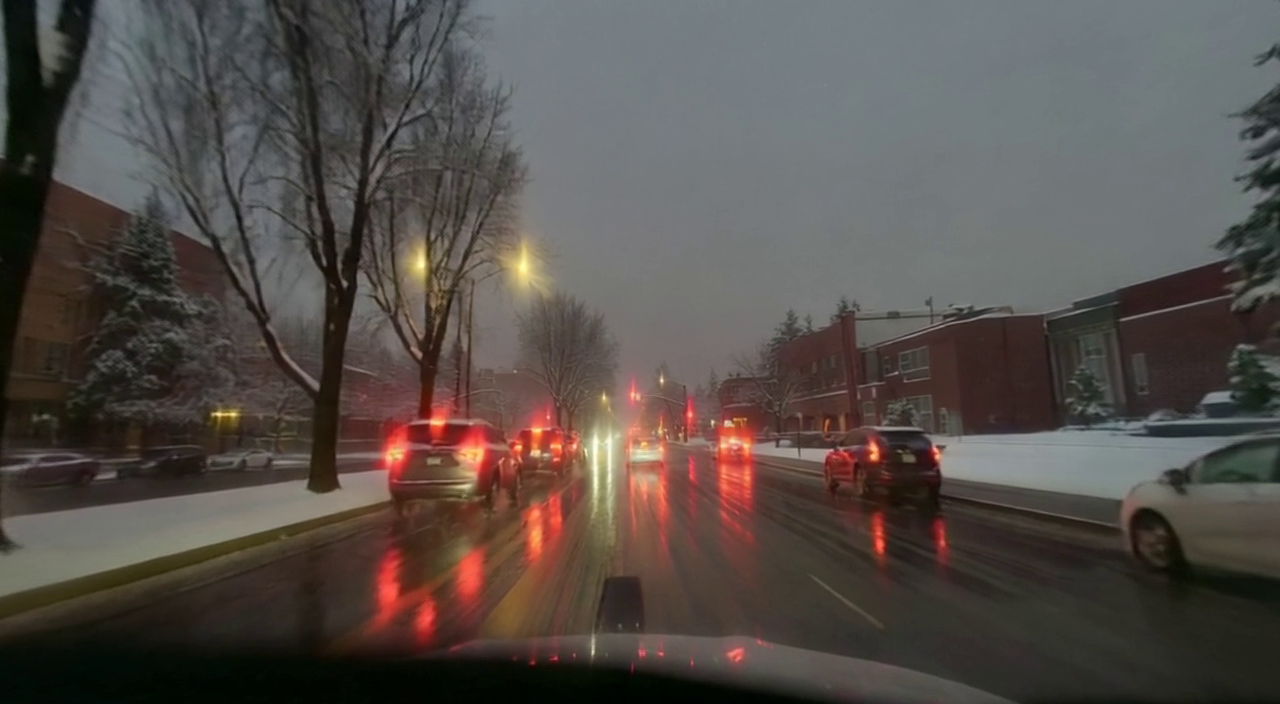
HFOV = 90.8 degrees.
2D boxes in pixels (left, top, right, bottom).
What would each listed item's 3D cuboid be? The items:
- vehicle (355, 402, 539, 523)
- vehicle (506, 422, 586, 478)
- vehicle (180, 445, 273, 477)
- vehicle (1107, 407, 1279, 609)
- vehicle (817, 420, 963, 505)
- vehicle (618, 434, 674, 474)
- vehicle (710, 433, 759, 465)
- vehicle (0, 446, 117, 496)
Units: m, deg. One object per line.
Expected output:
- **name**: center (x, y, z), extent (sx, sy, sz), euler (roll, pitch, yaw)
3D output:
- **vehicle**: center (-3.550, 2.164, 12.837), extent (2.223, 1.957, 4.845), euler (0, -8, 0)
- **vehicle**: center (-3.577, 3.886, 25.134), extent (2.487, 1.978, 4.628), euler (0, -8, 0)
- **vehicle**: center (-22.452, 5.921, 34.553), extent (2.148, 1.607, 4.428), euler (0, -8, -1)
- **vehicle**: center (6.630, 1.341, 5.424), extent (2.164, 1.727, 3.955), euler (0, -8, 0)
- **vehicle**: center (6.388, 2.868, 16.799), extent (1.997, 1.943, 4.409), euler (0, -8, -1)
- **vehicle**: center (0.189, 4.387, 27.385), extent (2.201, 1.589, 3.843), euler (0, -8, -3)
- **vehicle**: center (5.951, 6.221, 40.486), extent (2.300, 1.903, 4.579), euler (0, -8, -2)
- **vehicle**: center (-22.212, 4.307, 23.240), extent (1.910, 1.632, 4.624), euler (0, -8, 0)
